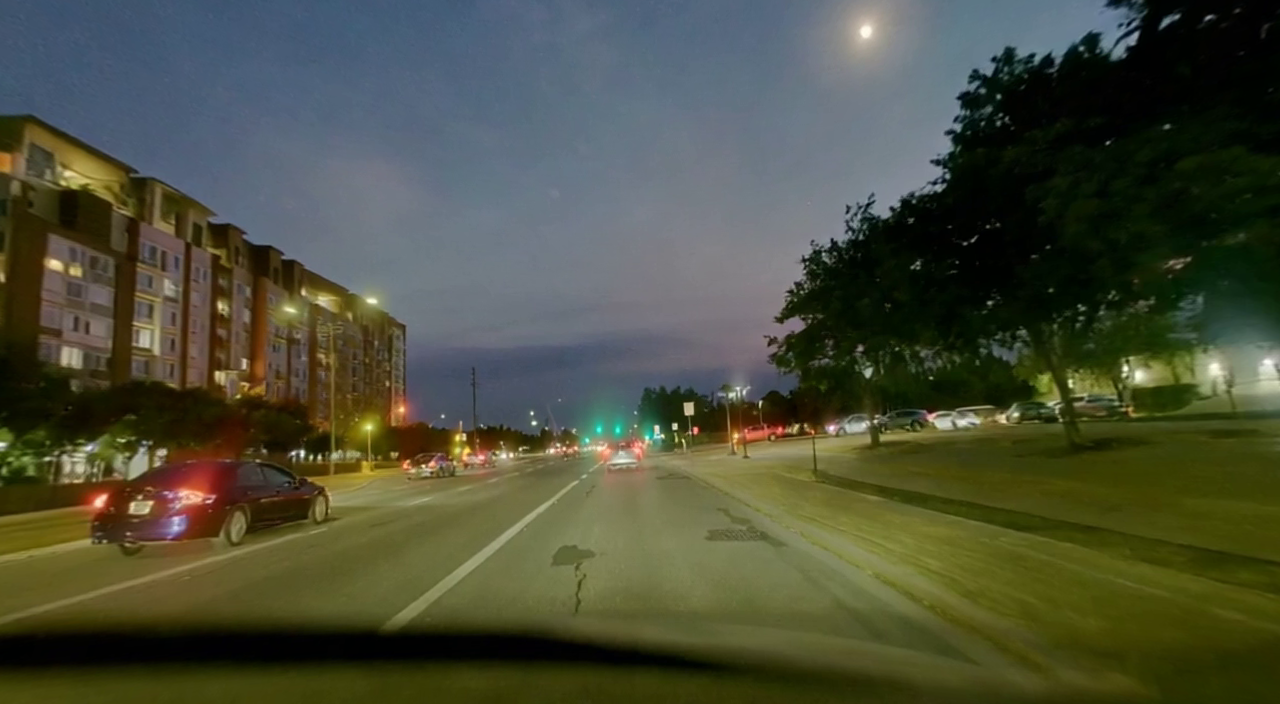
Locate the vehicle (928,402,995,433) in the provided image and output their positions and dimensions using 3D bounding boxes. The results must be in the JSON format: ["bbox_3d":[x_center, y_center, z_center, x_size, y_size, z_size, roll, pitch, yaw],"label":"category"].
[{"bbox_3d":[23.289,4.808,45.945,2.118,1.724,4.361,-9,-8,-5],"label":"vehicle"}]

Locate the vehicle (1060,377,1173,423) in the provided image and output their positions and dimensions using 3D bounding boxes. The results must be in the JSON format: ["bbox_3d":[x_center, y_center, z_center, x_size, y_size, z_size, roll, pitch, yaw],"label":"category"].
[{"bbox_3d":[34.315,3.594,45.906,2.608,2.389,6.582,-9,-8,-3],"label":"vehicle"}]

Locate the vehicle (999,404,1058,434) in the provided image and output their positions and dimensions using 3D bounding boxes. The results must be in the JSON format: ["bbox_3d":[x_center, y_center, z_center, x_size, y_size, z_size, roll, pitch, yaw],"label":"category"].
[{"bbox_3d":[28.572,4.892,46.608,1.882,1.730,4.753,-6,-3,9],"label":"vehicle"}]

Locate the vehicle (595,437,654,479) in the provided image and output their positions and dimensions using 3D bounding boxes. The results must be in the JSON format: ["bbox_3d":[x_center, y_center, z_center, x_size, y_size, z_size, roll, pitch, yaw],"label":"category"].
[{"bbox_3d":[-0.643,4.105,24.656,2.099,1.469,4.389,0,-8,-2],"label":"vehicle"}]

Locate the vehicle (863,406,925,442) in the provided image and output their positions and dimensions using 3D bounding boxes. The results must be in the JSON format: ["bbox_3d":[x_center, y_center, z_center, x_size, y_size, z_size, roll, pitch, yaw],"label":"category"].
[{"bbox_3d":[17.912,5.145,44.816,2.002,2.015,4.254,-9,-8,-7],"label":"vehicle"}]

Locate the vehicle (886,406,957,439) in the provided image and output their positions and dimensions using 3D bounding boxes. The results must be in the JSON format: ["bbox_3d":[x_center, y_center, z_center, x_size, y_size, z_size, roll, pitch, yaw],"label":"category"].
[{"bbox_3d":[20.254,5.069,45.743,2.079,1.985,5.085,-8,-5,-7],"label":"vehicle"}]

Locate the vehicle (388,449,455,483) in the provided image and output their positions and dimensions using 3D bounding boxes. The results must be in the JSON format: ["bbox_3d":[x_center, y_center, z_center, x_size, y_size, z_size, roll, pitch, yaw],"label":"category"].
[{"bbox_3d":[-10.431,5.442,30.495,2.024,1.484,4.592,1,-9,-6],"label":"vehicle"}]

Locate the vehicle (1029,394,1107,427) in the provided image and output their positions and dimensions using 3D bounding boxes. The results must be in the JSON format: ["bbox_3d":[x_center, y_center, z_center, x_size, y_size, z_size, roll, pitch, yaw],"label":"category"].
[{"bbox_3d":[31.422,4.399,46.600,2.074,1.749,4.957,-1,-13,-1],"label":"vehicle"}]

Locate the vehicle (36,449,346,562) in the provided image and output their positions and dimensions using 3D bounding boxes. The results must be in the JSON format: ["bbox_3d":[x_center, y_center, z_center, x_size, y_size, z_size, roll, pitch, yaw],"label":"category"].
[{"bbox_3d":[-7.017,2.387,10.690,1.906,1.449,4.576,0,-8,0],"label":"vehicle"}]
